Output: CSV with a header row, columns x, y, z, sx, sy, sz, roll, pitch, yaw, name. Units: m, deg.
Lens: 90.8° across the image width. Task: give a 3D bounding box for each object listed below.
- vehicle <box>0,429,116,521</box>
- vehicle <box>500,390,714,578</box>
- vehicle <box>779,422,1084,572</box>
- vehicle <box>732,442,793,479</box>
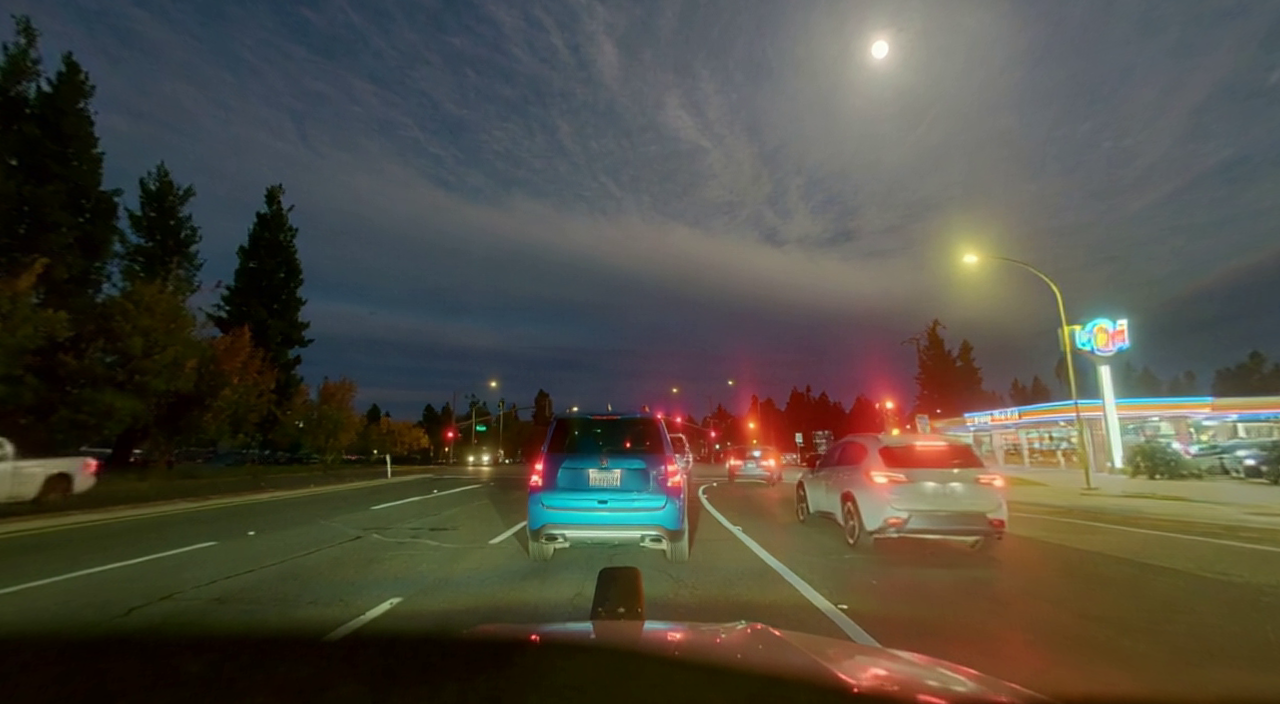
x,y,z,sx,sy,sz,roll,pitch,yaw,name
-12.798,2.260,11.609,2.108,1.683,4.861,0,-9,0,vehicle
-0.302,1.643,8.613,2.096,1.837,4.687,0,-9,1,vehicle
3.579,1.879,9.065,2.098,1.555,4.778,0,-9,0,vehicle
5.289,4.726,27.808,1.883,1.496,4.236,0,-9,1,vehicle
